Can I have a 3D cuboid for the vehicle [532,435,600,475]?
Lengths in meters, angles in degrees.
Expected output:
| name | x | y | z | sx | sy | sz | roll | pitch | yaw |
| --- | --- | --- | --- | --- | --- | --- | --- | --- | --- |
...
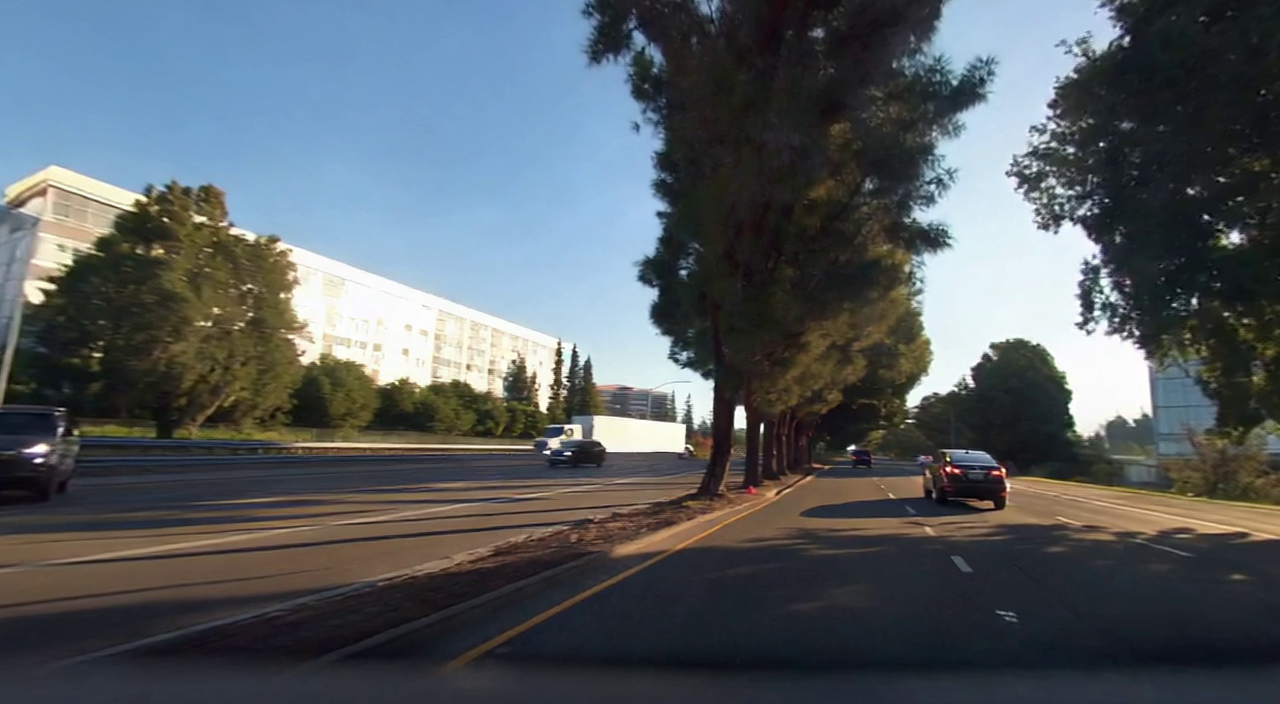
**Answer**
| name | x | y | z | sx | sy | sz | roll | pitch | yaw |
| --- | --- | --- | --- | --- | --- | --- | --- | --- | --- |
| vehicle | -3.517 | 5.004 | 30.853 | 1.932 | 1.781 | 3.906 | -3 | -9 | 16 |
